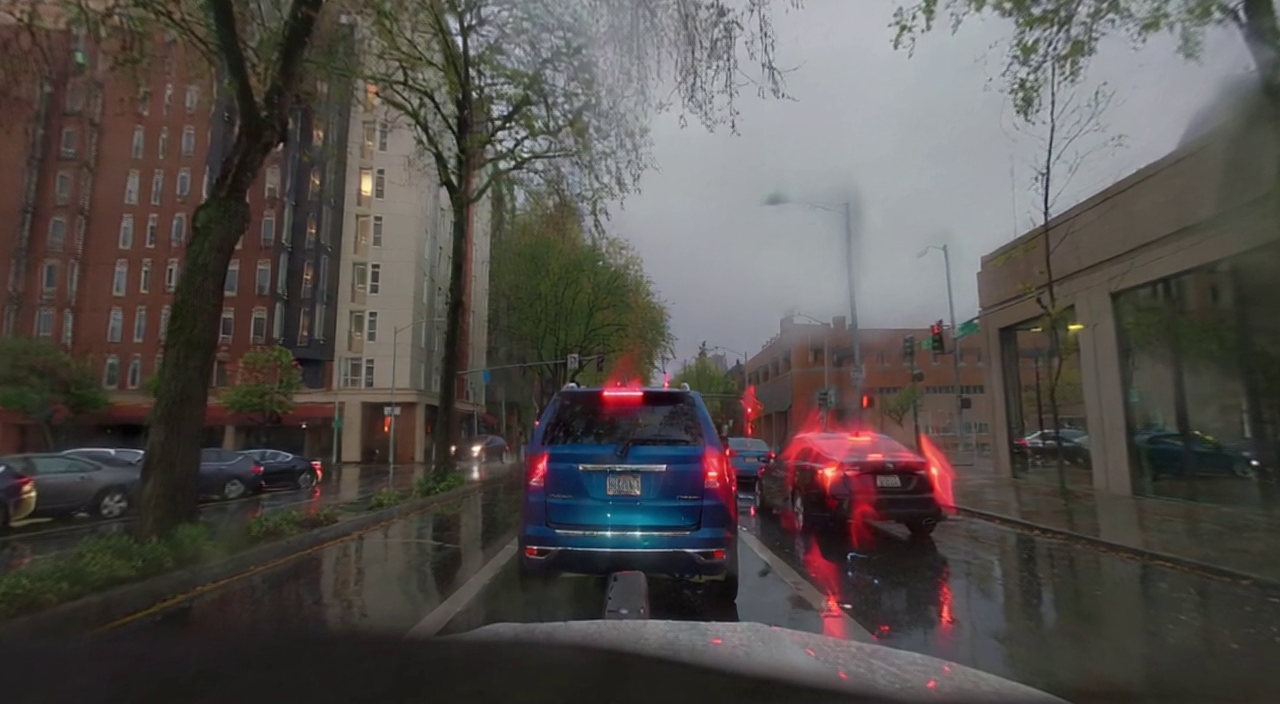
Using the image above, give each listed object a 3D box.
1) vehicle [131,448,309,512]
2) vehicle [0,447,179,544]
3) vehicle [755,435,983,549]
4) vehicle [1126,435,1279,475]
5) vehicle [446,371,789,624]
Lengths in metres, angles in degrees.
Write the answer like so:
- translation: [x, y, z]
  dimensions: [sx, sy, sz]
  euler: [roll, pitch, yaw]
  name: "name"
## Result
- translation: [-12.463, 3.778, 19.123]
  dimensions: [2.207, 1.648, 4.675]
  euler: [0, -8, -1]
  name: "vehicle"
- translation: [-12.541, 2.920, 13.448]
  dimensions: [1.891, 1.723, 4.360]
  euler: [0, -8, 1]
  name: "vehicle"
- translation: [3.288, 2.083, 10.072]
  dimensions: [2.056, 1.422, 4.130]
  euler: [0, -8, -1]
  name: "vehicle"
- translation: [22.157, 4.049, 24.963]
  dimensions: [4.055, 1.469, 1.848]
  euler: [-4, -9, 25]
  name: "vehicle"
- translation: [-0.159, 1.358, 6.748]
  dimensions: [2.453, 1.816, 4.300]
  euler: [0, -8, 0]
  name: "vehicle"
